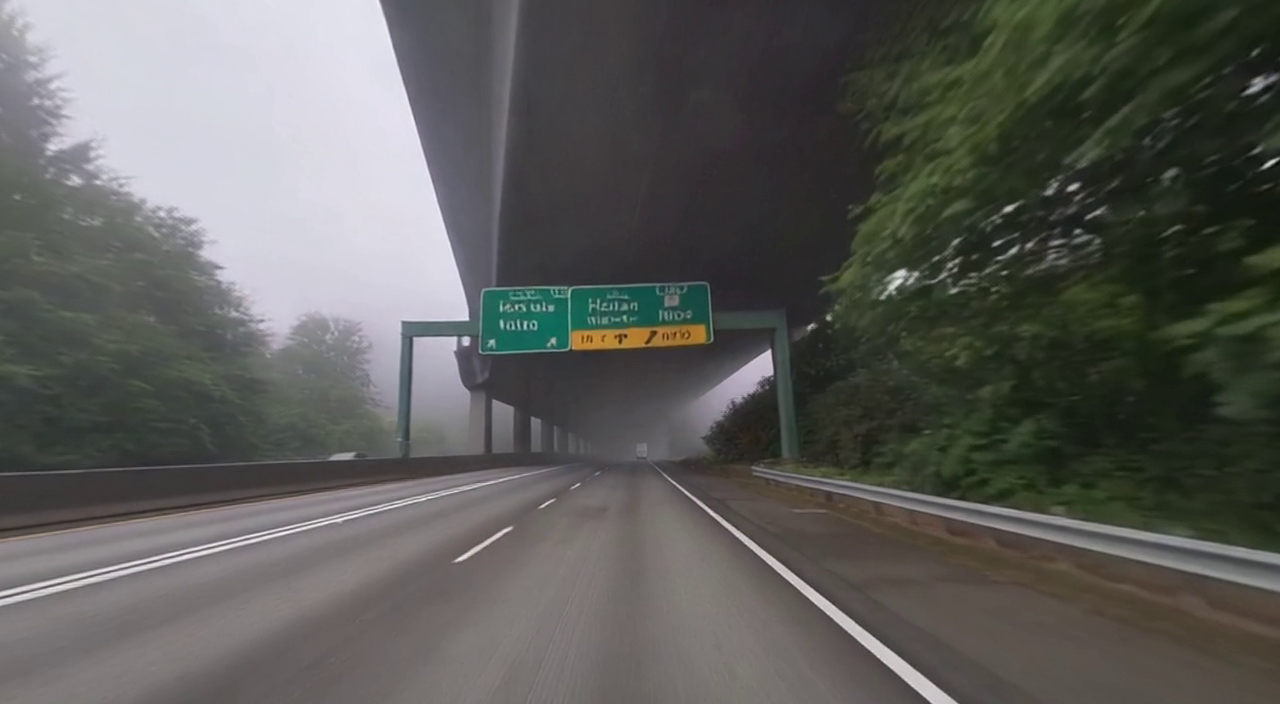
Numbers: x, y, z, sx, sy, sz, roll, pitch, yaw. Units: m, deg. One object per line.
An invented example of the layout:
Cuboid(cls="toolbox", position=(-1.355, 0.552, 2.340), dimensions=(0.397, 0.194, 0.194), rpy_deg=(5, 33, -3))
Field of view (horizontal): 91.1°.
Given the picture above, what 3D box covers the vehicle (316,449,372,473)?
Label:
Cuboid(cls="vehicle", position=(-20.227, 7.475, 43.193), dimensions=(1.801, 1.543, 4.283), rpy_deg=(0, -9, 0))
